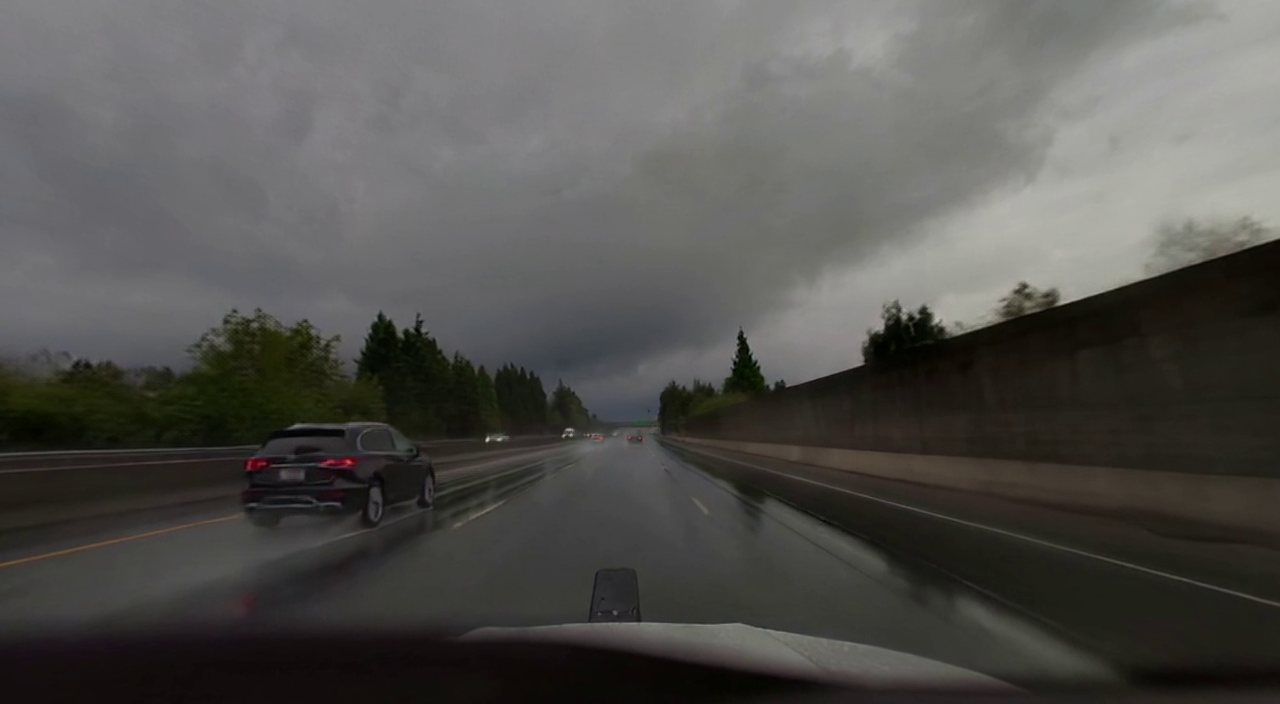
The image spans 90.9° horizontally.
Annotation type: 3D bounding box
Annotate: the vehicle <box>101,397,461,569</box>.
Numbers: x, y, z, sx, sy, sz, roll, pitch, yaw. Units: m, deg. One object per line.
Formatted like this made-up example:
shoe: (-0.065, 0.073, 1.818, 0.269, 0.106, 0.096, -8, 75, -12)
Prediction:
vehicle: (-4.311, 1.633, 8.759, 2.306, 1.730, 4.606, 0, -8, -1)
